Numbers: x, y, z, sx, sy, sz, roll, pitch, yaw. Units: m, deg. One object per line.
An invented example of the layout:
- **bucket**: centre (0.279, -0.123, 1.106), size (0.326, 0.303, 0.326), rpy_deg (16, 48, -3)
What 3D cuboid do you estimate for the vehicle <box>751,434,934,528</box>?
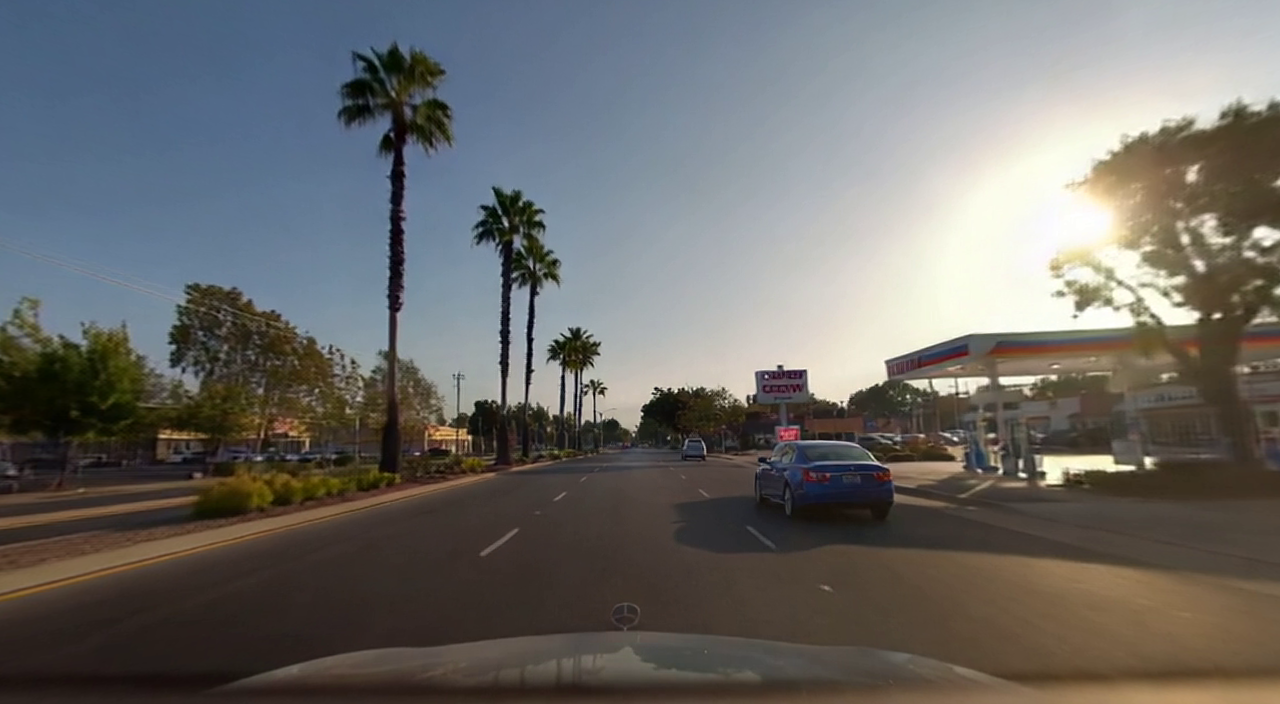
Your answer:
- **vehicle**: centre (3.508, 2.307, 11.933), size (1.978, 1.442, 4.262), rpy_deg (0, -8, -1)
